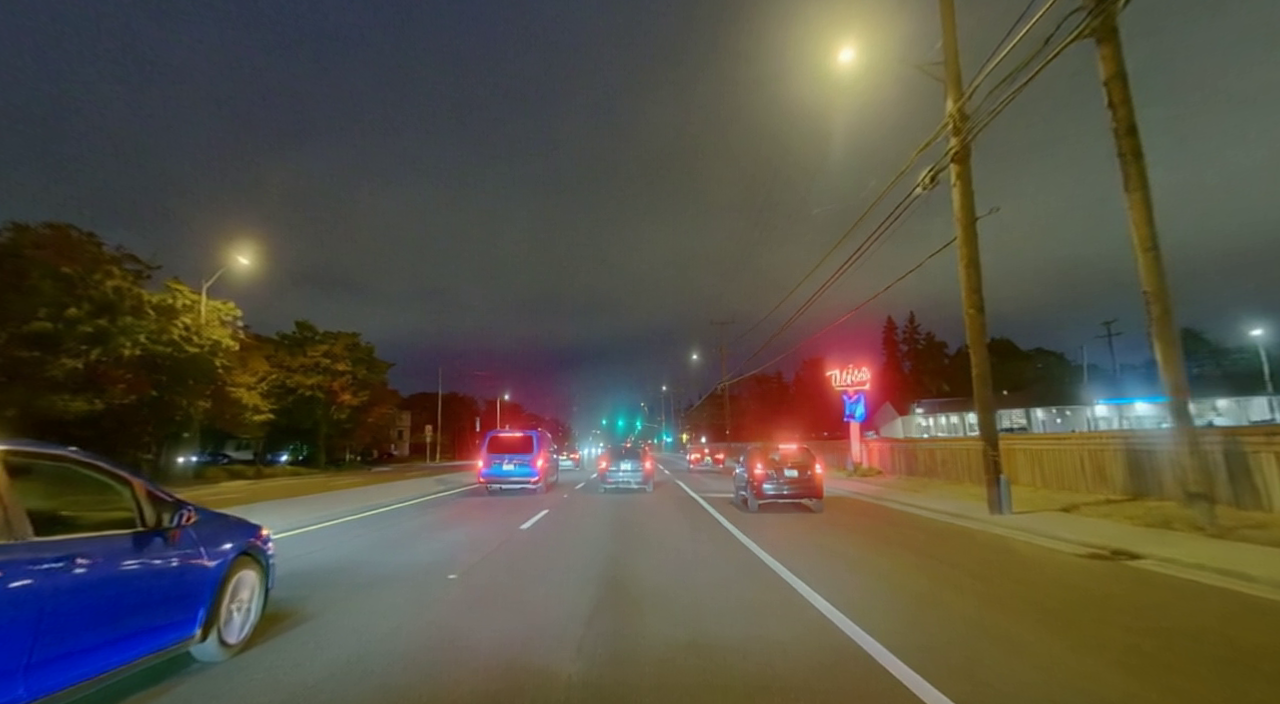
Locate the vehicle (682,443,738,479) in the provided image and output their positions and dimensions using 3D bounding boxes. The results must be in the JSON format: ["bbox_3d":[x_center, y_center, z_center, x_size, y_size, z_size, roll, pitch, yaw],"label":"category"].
[{"bbox_3d":[3.032,4.814,28.181,1.878,1.479,4.461,0,-9,-1],"label":"vehicle"}]

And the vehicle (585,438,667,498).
[{"bbox_3d":[-0.373,3.254,18.066,2.097,1.511,3.809,0,-9,0],"label":"vehicle"}]

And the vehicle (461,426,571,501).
[{"bbox_3d":[-3.330,3.115,18.051,2.092,1.839,4.736,0,-9,1],"label":"vehicle"}]

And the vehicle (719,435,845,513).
[{"bbox_3d":[3.039,2.686,14.354,1.880,1.521,3.724,0,-9,-2],"label":"vehicle"}]

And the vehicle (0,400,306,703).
[{"bbox_3d":[-3.346,0.889,2.164,2.004,1.454,4.349,0,-9,0],"label":"vehicle"}]
